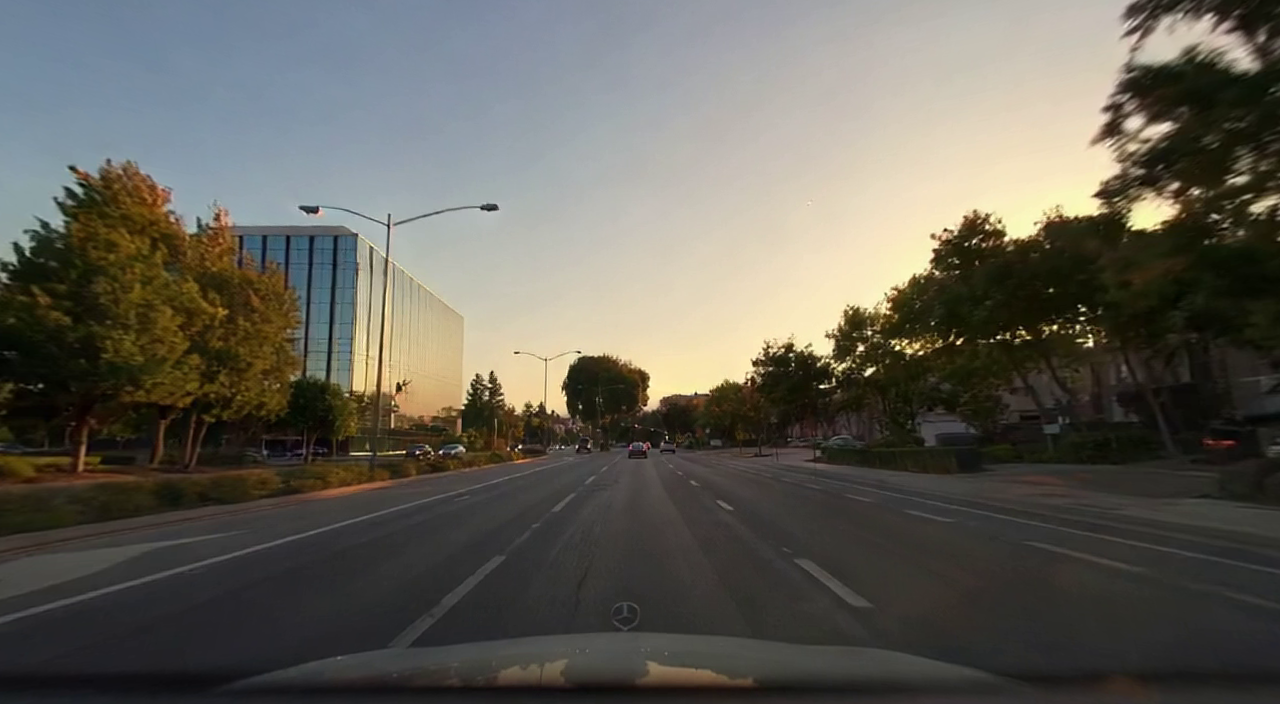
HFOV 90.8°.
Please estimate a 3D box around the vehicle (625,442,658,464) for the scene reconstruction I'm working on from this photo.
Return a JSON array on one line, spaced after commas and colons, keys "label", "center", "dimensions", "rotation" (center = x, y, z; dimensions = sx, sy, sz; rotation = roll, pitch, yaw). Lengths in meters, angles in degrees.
[{"label": "vehicle", "center": [0.068, 6.808, 42.740], "dimensions": [2.080, 1.445, 4.096], "rotation": [0, -8, -1]}]
